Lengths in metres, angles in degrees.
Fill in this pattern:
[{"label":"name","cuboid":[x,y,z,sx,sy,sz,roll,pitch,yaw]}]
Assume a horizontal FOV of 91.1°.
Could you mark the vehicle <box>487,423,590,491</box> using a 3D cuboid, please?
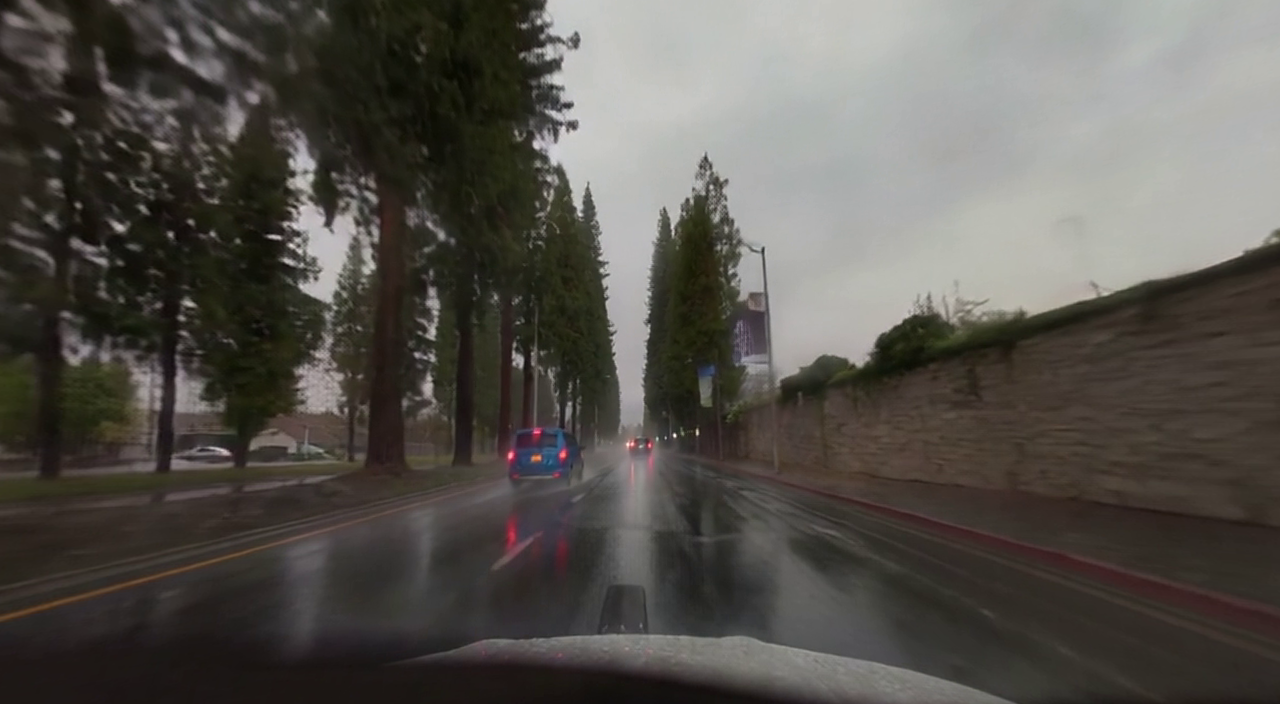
[{"label":"vehicle","cuboid":[-2.969,3.225,19.614,2.281,1.837,4.845,0,-8,1]}]
